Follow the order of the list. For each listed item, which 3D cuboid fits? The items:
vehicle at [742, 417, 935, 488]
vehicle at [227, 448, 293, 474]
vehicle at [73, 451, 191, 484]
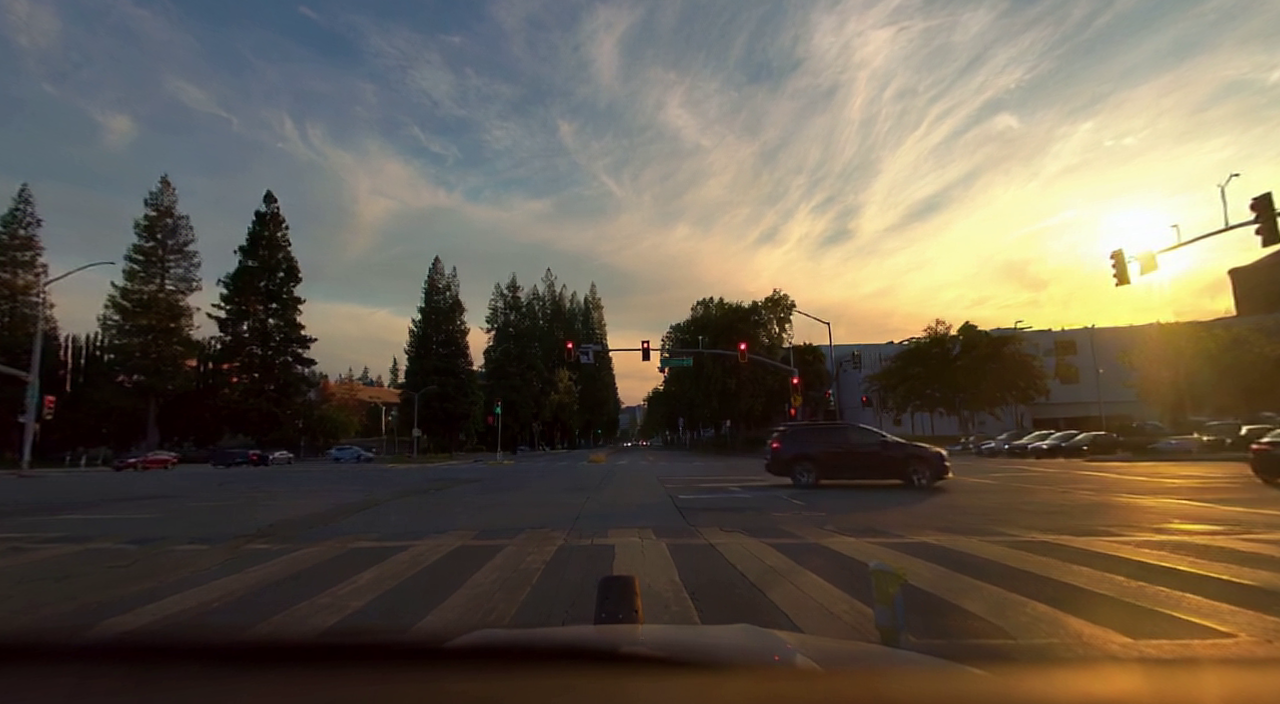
[{"bbox_3d":[6.046,3.093,19.610,5.310,1.972,2.223,-3,-9,19],"label":"vehicle"},{"bbox_3d":[-26.341,7.562,43.964,1.889,1.662,4.319,0,-9,0],"label":"vehicle"},{"bbox_3d":[-27.482,6.230,34.412,2.135,1.637,4.582,-2,-9,10],"label":"vehicle"}]
